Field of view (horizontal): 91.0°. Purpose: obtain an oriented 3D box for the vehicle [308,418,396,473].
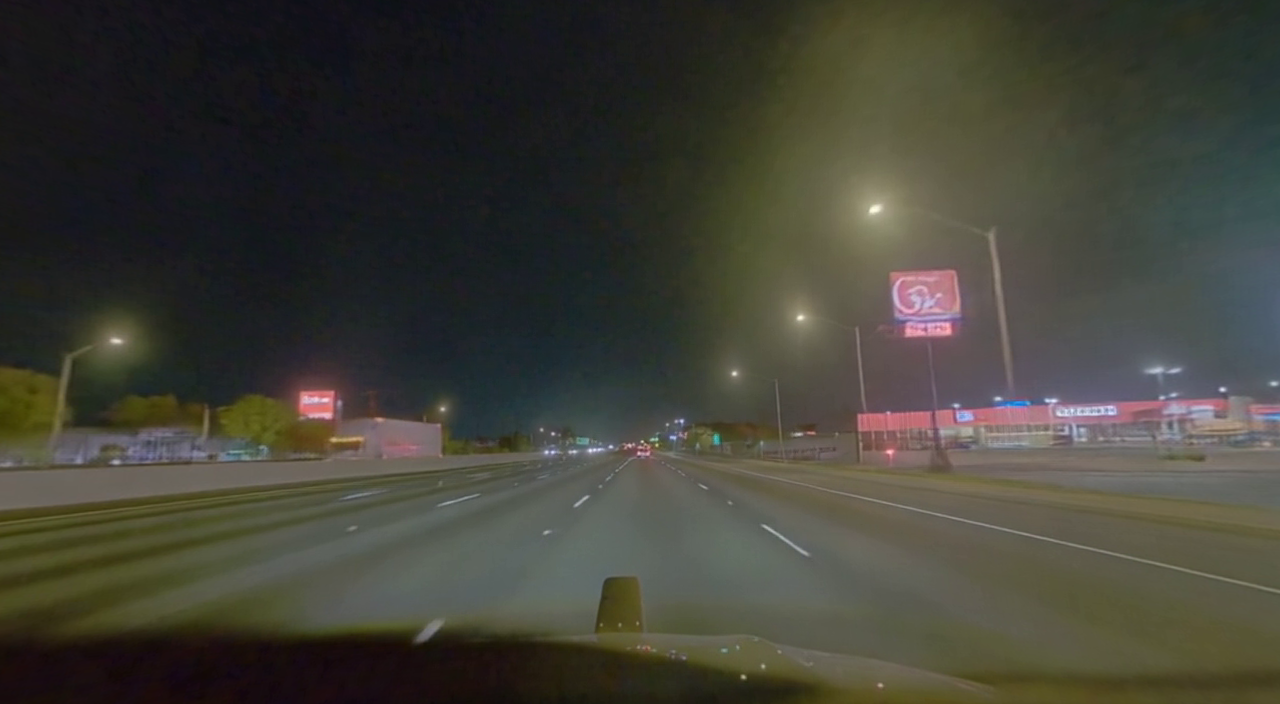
[{"bbox_3d":[-22.176,7.314,49.062,3.081,3.959,7.500,0,-9,2],"label":"vehicle"}]
